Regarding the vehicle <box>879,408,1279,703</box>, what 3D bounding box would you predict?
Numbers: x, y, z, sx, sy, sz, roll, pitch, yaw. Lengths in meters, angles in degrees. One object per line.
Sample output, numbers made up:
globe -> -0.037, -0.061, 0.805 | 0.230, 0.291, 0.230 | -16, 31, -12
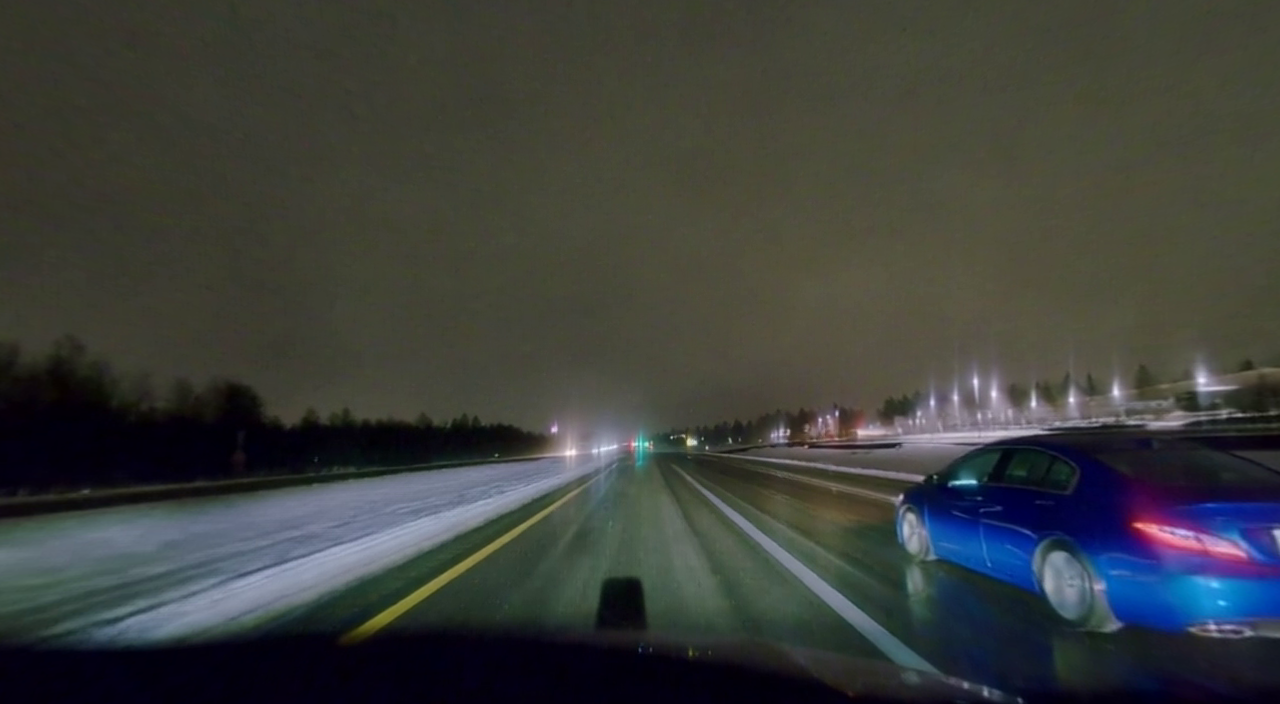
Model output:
vehicle -> 4.117, 1.386, 5.658 | 2.053, 1.490, 4.799 | 0, -8, 0
